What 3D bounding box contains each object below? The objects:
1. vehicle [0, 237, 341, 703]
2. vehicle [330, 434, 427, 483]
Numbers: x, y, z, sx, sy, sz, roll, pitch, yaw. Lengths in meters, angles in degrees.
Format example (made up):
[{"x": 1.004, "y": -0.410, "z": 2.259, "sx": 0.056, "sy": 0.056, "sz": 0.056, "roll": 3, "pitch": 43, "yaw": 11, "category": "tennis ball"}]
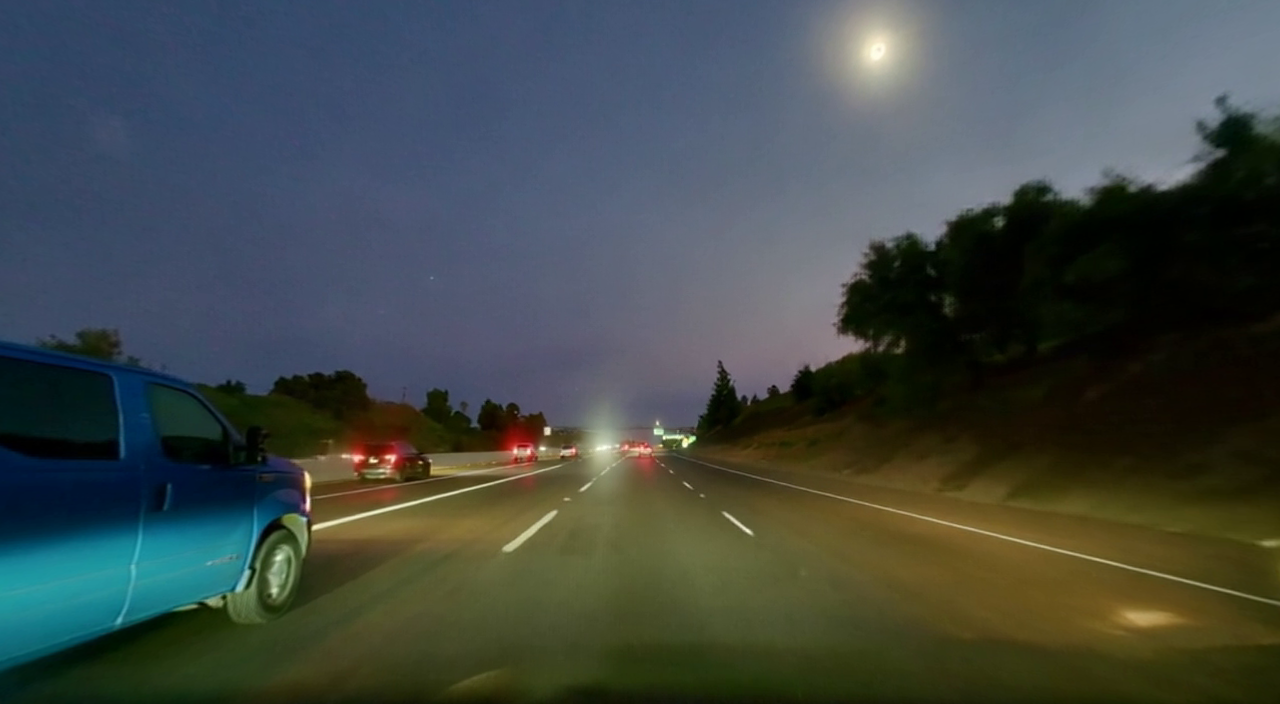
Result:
[{"x": -3.510, "y": 0.546, "z": 1.513, "sx": 2.483, "sy": 2.100, "sz": 6.208, "roll": 0, "pitch": -9, "yaw": 0, "category": "vehicle"}, {"x": -11.034, "y": 4.513, "z": 27.080, "sx": 2.012, "sy": 1.875, "sz": 4.895, "roll": 0, "pitch": -9, "yaw": 0, "category": "vehicle"}]
